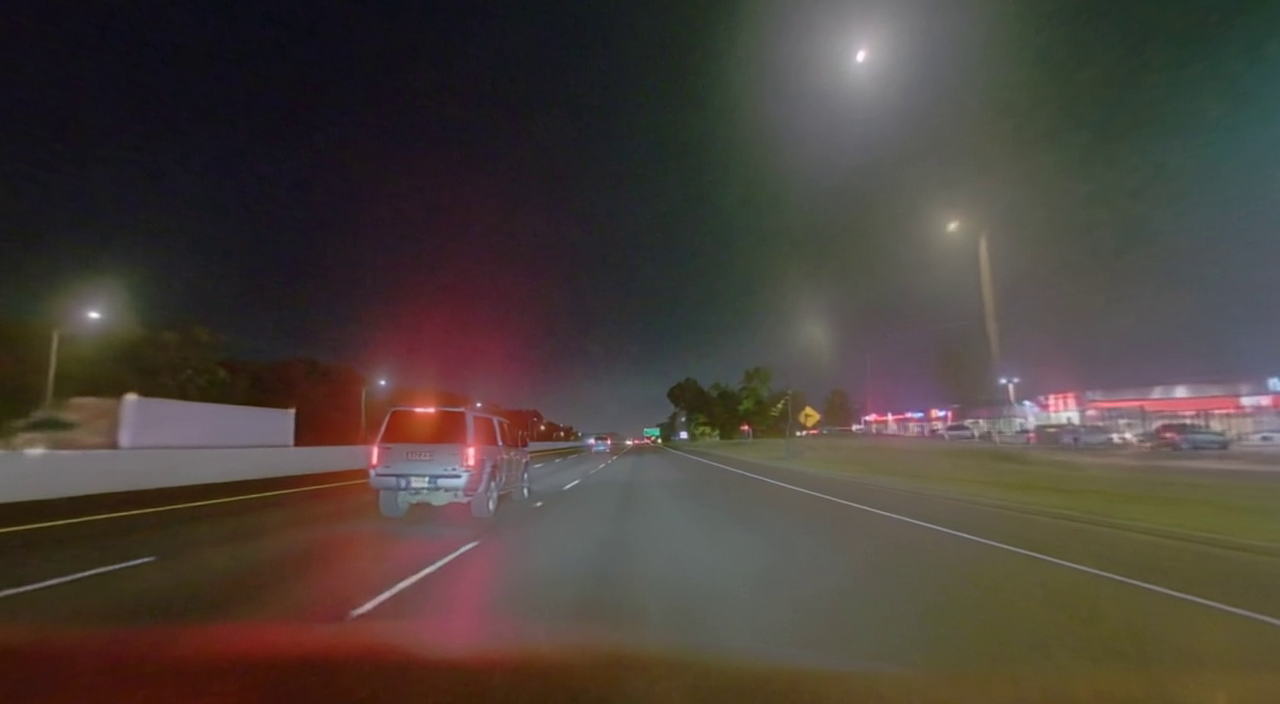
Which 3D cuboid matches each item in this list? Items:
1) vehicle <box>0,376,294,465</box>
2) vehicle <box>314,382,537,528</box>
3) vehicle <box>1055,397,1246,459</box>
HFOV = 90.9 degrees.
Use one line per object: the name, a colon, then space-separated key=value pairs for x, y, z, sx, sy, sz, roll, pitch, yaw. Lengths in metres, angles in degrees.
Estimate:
vehicle: x=-29.592 y=4.722 z=39.930 sx=3.197 sy=4.103 sz=21.465 roll=0 pitch=-8 yaw=1
vehicle: x=-3.748 y=1.987 z=12.589 sx=2.352 sy=2.209 sz=5.802 roll=0 pitch=-8 yaw=1
vehicle: x=16.685 y=2.601 z=21.096 sx=2.044 sy=1.792 sz=5.081 roll=0 pitch=-8 yaw=-1
